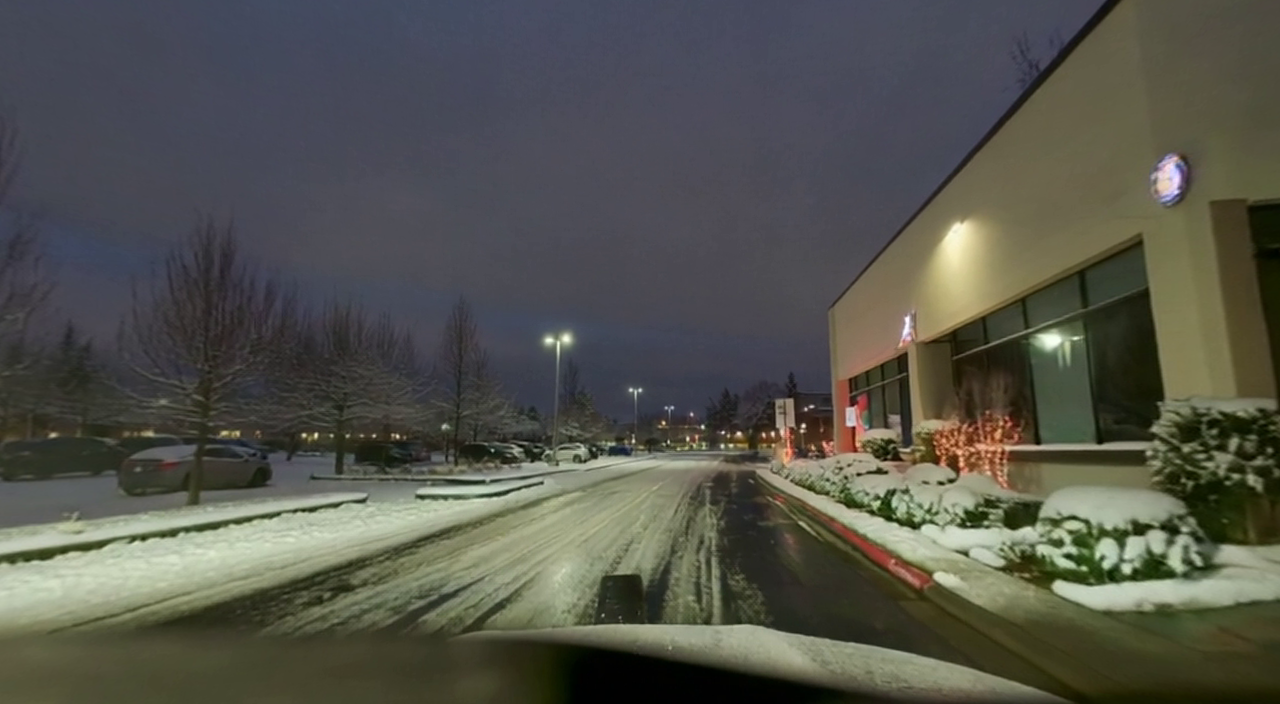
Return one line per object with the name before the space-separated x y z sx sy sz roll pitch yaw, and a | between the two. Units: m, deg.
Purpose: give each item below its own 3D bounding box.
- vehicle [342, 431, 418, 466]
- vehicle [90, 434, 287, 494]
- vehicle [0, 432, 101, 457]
vehicle | -15.196 5.666 37.177 1.972 1.923 4.535 -1 -8 9
vehicle | -12.327 3.075 17.716 1.847 1.443 4.484 -1 -8 7
vehicle | -36.701 5.795 39.429 1.858 1.449 4.296 -1 -8 10
